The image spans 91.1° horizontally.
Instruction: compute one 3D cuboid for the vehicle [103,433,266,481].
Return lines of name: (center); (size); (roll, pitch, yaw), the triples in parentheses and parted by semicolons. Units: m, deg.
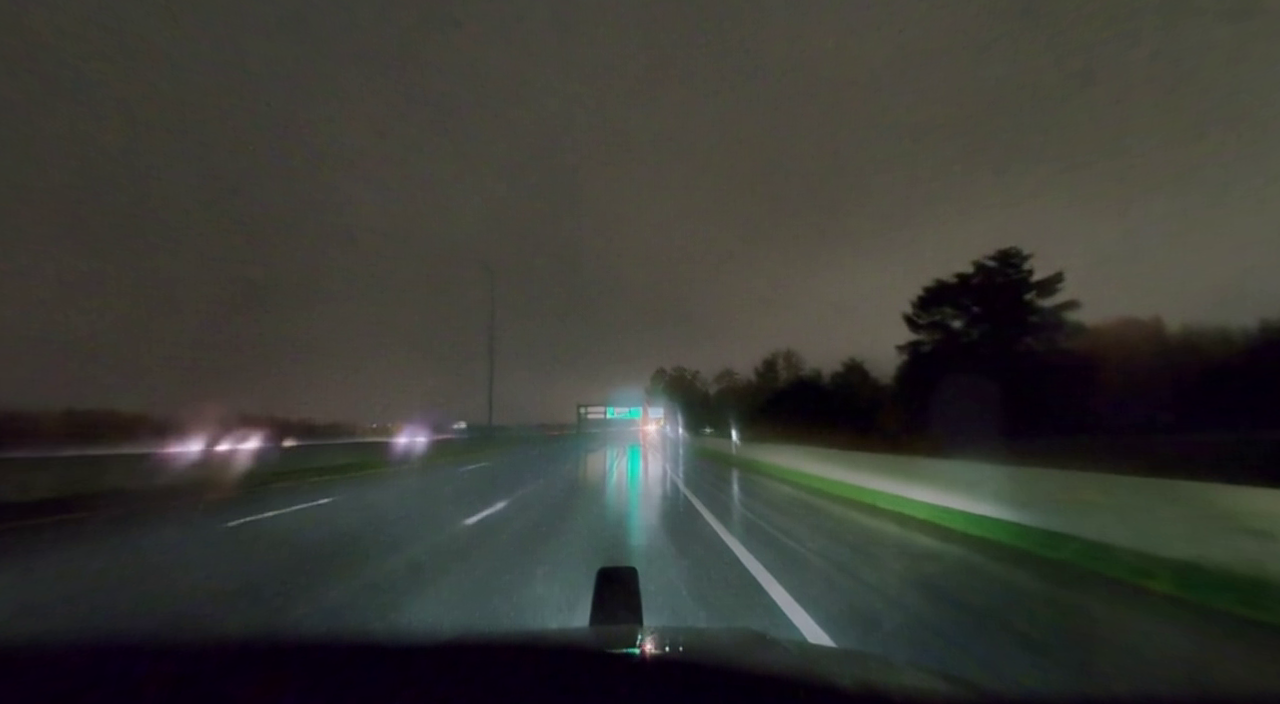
vehicle: (-16.099, 3.698, 22.675); (2.078, 1.504, 5.134); (1, -7, -1)
